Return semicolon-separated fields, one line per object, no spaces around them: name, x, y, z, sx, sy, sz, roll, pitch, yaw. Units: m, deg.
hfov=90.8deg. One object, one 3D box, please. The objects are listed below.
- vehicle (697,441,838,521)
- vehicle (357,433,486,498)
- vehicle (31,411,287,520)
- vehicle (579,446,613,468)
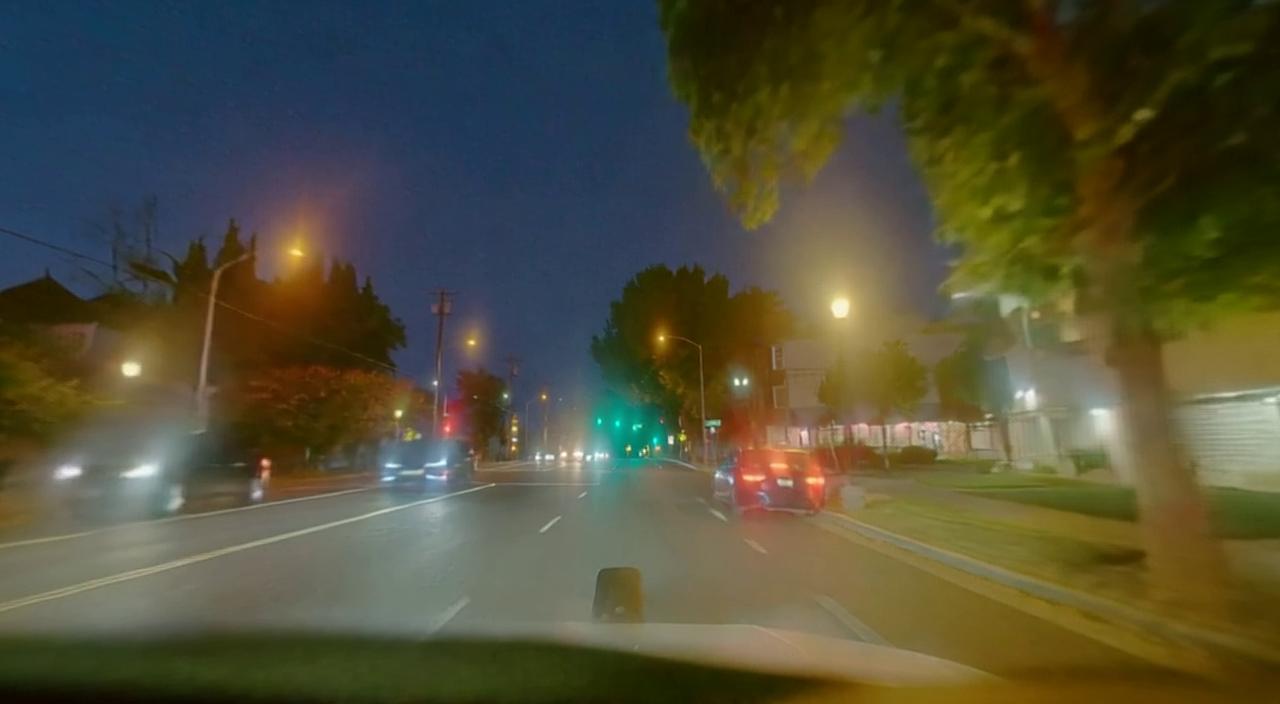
vehicle;2.633;2.820;14.347;2.034;1.491;4.618;1;-9;-3
vehicle;-6.774;3.585;20.368;2.371;1.800;4.987;0;-9;0
vehicle;-10.399;2.498;14.302;2.088;2.031;4.616;0;-9;0
vehicle;-3.143;7.660;46.140;2.122;1.469;4.388;0;-9;0
